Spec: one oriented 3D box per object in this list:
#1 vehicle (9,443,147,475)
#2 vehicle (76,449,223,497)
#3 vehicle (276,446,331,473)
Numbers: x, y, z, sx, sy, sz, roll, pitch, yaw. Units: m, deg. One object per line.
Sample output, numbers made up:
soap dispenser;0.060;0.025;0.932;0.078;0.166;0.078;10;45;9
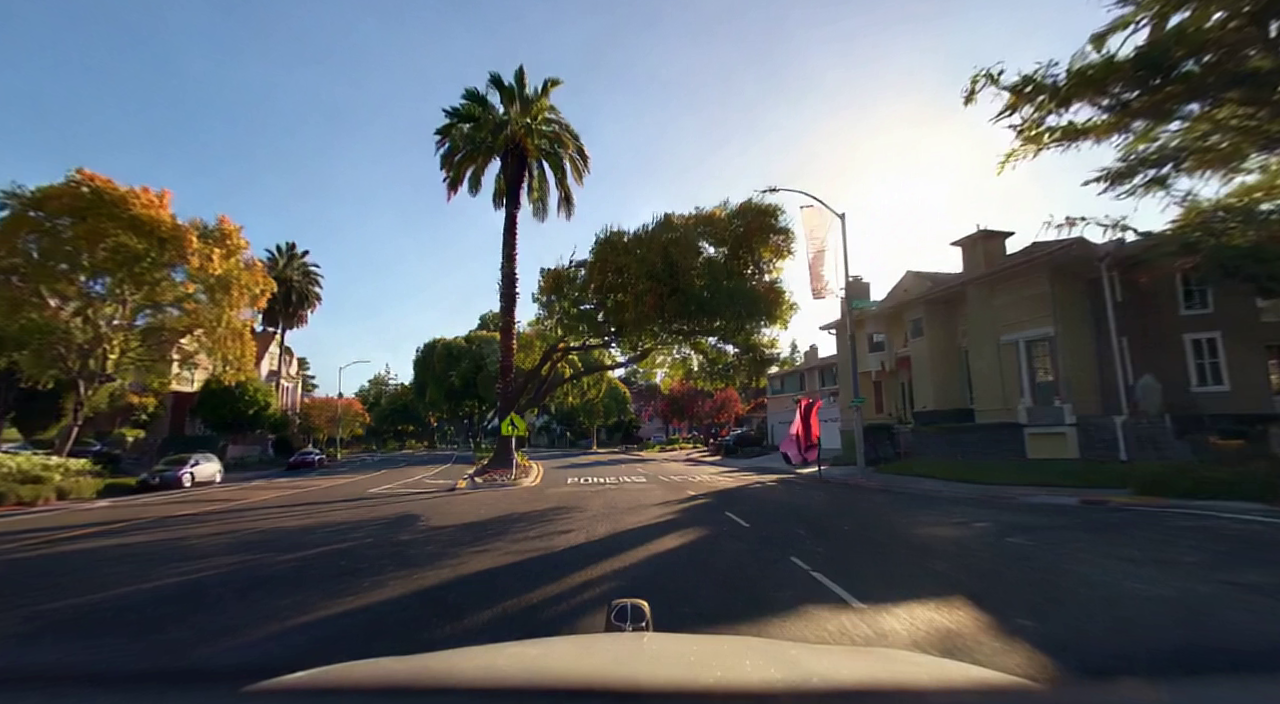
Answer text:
vehicle;-27.342;5.195;30.777;4.674;1.506;2.028;0;-8;-2
vehicle;-17.626;4.326;23.030;1.997;1.514;4.632;1;-8;-6
vehicle;-20.580;6.543;38.720;1.941;1.470;4.384;0;-8;-14
